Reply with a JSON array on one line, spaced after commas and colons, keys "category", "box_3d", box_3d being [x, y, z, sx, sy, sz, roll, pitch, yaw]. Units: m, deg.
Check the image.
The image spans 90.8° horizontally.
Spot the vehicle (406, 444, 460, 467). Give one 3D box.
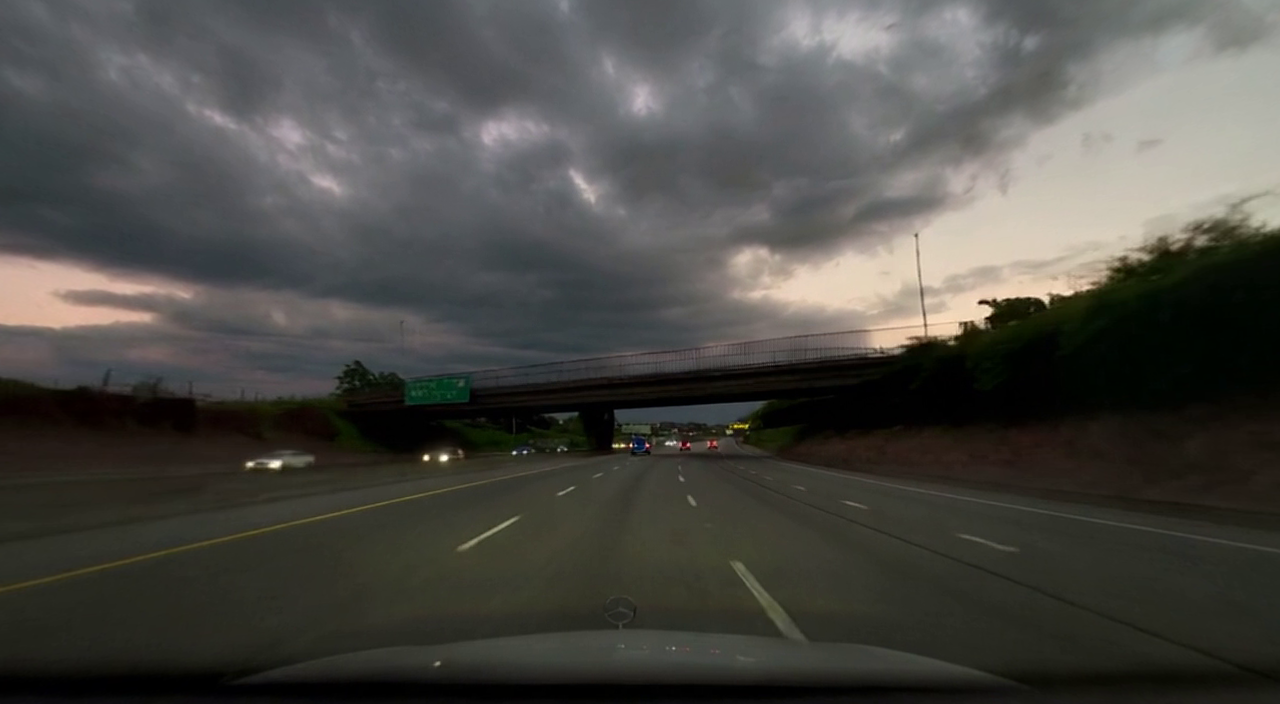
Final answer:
[{"category": "vehicle", "box_3d": [-15.258, 7.636, 46.890, 2.086, 1.630, 4.882, -1, -8, 4]}]

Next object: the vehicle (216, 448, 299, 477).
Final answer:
[{"category": "vehicle", "box_3d": [-23.361, 6.735, 38.849, 1.914, 1.600, 4.603, -1, -8, 5]}]
